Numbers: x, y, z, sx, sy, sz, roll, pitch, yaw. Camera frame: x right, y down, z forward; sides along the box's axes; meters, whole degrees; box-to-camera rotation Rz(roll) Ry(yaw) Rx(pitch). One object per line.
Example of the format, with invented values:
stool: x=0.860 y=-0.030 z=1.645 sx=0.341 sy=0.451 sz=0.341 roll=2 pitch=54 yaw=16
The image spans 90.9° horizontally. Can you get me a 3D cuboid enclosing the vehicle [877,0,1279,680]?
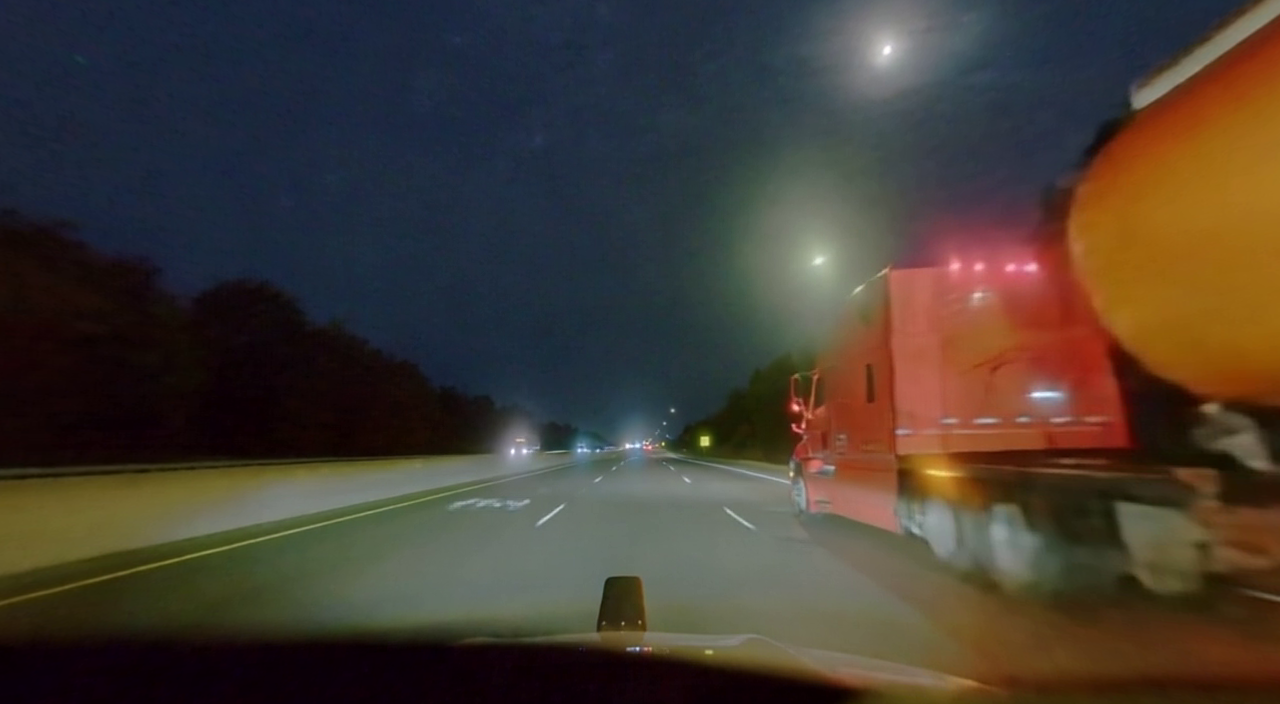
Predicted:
vehicle: x=4.338 y=-0.952 z=0.532 sx=2.784 sy=4.080 sz=13.516 roll=-2 pitch=-9 yaw=-1
